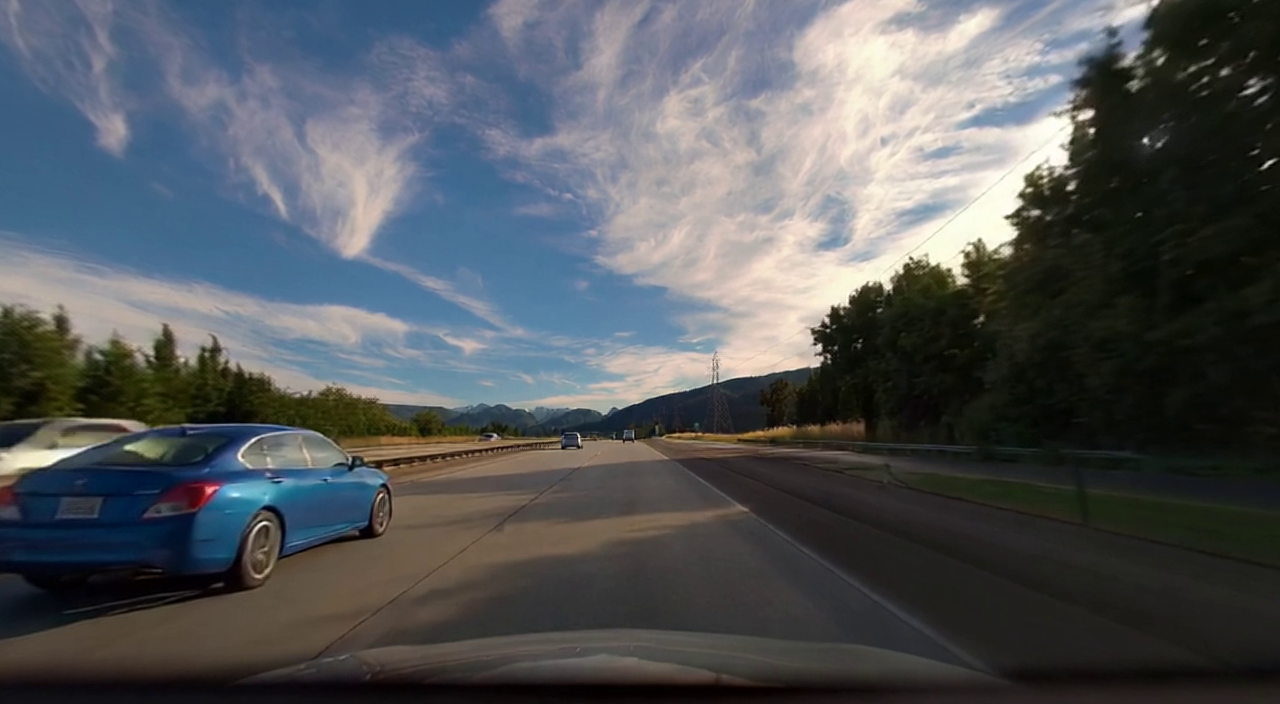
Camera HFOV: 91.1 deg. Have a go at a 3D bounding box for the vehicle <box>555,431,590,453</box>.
[{"bbox_3d":[-4.767,6.451,45.039,2.080,1.478,4.347,0,-8,0],"label":"vehicle"}]

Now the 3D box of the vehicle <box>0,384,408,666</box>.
[{"bbox_3d":[-3.914,1.253,5.729,2.023,1.580,4.259,0,-8,-1],"label":"vehicle"}]
